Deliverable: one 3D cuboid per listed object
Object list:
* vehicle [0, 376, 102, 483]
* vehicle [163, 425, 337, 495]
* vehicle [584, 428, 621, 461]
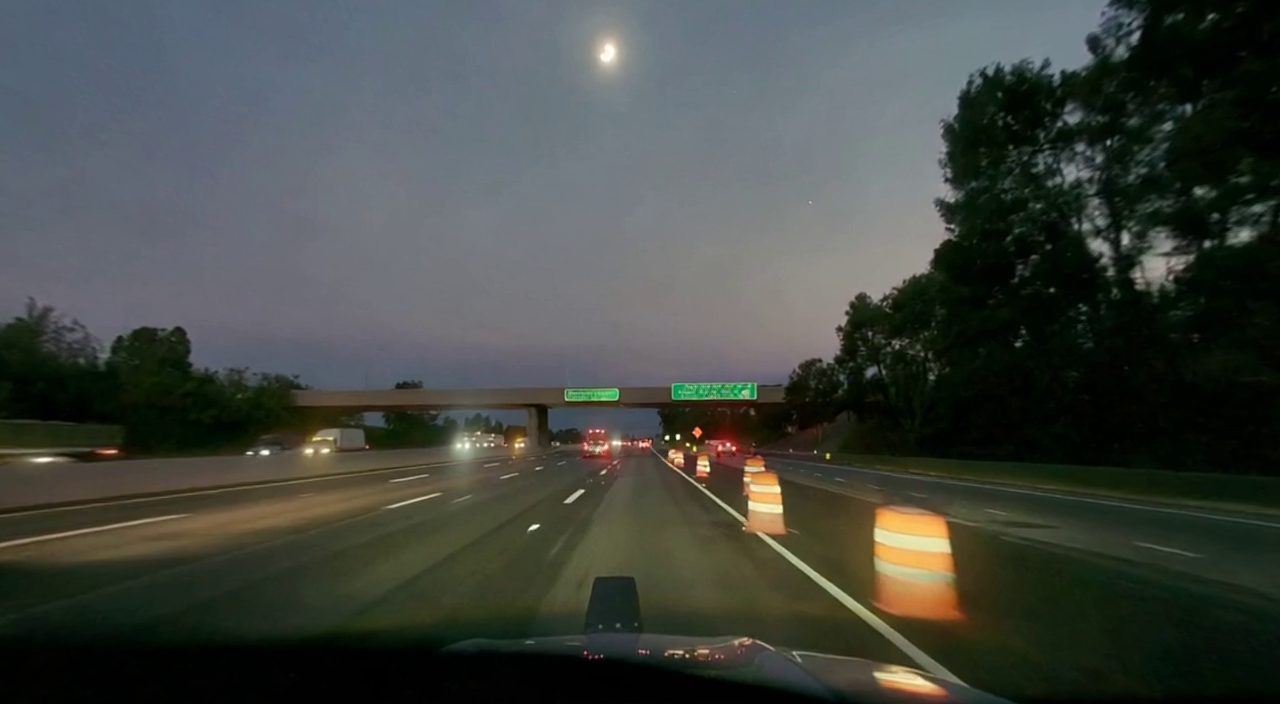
[{"bbox_3d":[-25.415,2.331,19.783,2.922,3.951,15.951,0,-8,0],"label":"vehicle"},{"bbox_3d":[-10.453,2.919,17.367,1.964,1.662,4.367,0,-8,0],"label":"vehicle"},{"bbox_3d":[-2.756,7.099,48.329,2.403,2.369,5.829,0,-8,1],"label":"vehicle"}]
